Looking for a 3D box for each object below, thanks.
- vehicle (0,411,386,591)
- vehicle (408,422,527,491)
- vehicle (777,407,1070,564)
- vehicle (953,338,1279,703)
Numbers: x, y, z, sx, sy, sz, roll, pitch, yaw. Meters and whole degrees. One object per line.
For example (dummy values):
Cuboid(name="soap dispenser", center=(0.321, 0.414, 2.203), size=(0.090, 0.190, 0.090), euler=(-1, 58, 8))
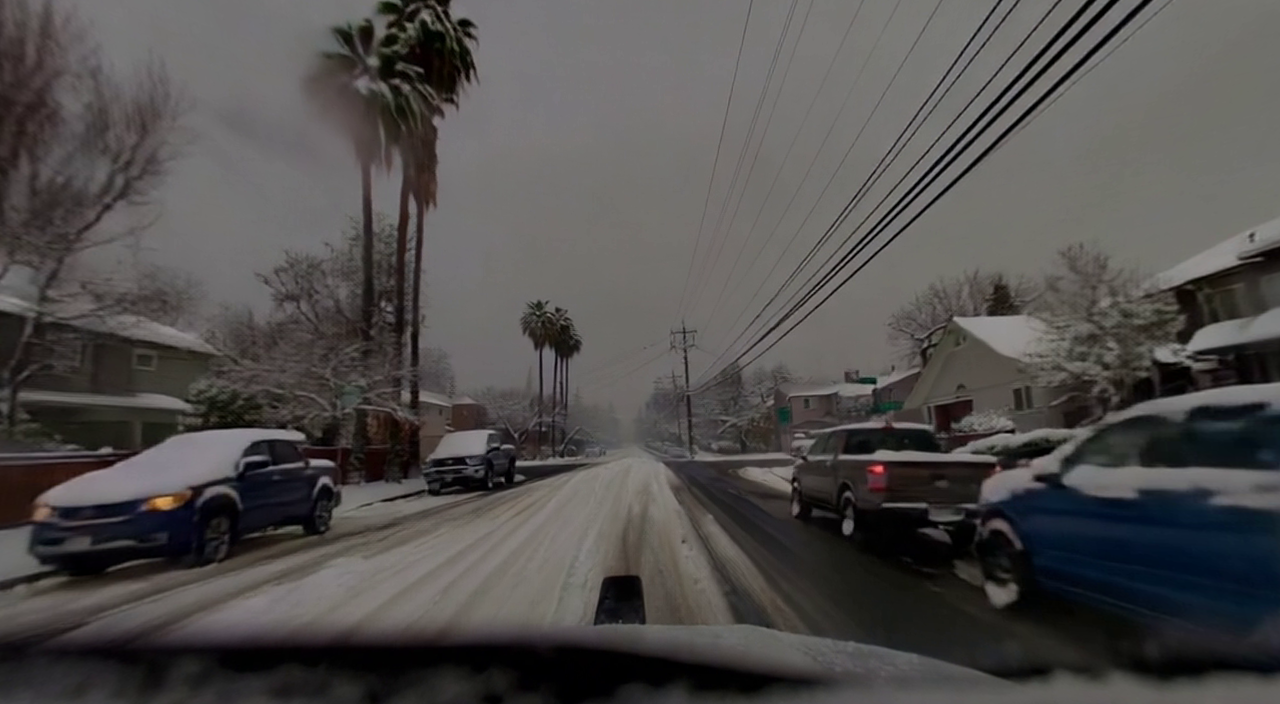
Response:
Cuboid(name="vehicle", center=(-5.709, 1.830, 8.773), size=(2.226, 1.768, 4.780), euler=(0, -8, 2))
Cuboid(name="vehicle", center=(-5.724, 3.576, 22.065), size=(2.455, 2.045, 6.171), euler=(0, -8, -1))
Cuboid(name="vehicle", center=(3.696, 1.831, 9.433), size=(2.167, 1.746, 4.541), euler=(0, -8, -1))
Cuboid(name="vehicle", center=(3.551, 0.878, 2.795), size=(1.979, 1.762, 4.621), euler=(0, -8, 1))
